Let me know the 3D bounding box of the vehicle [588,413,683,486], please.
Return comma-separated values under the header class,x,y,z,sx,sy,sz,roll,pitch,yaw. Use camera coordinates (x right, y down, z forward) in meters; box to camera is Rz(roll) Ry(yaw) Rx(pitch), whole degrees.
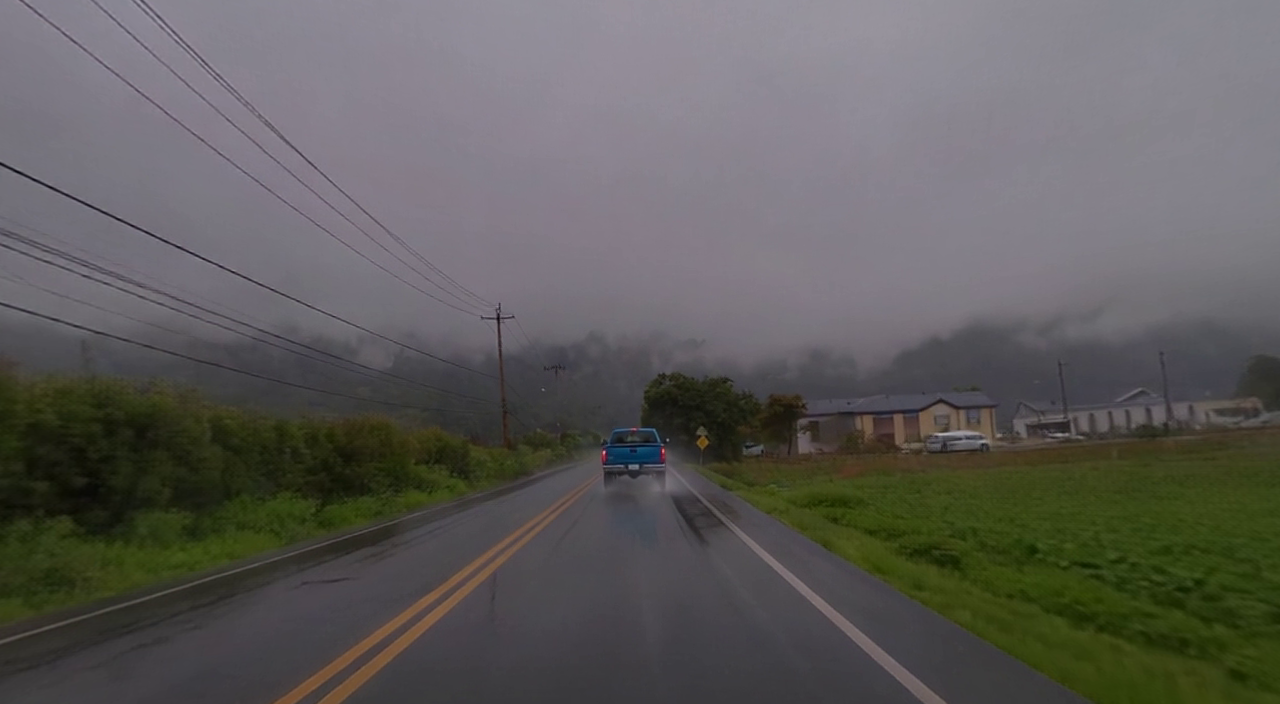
class,x,y,z,sx,sy,sz,roll,pitch,yaw
vehicle,-0.221,3.668,23.964,3.021,2.326,7.410,0,-8,-1
